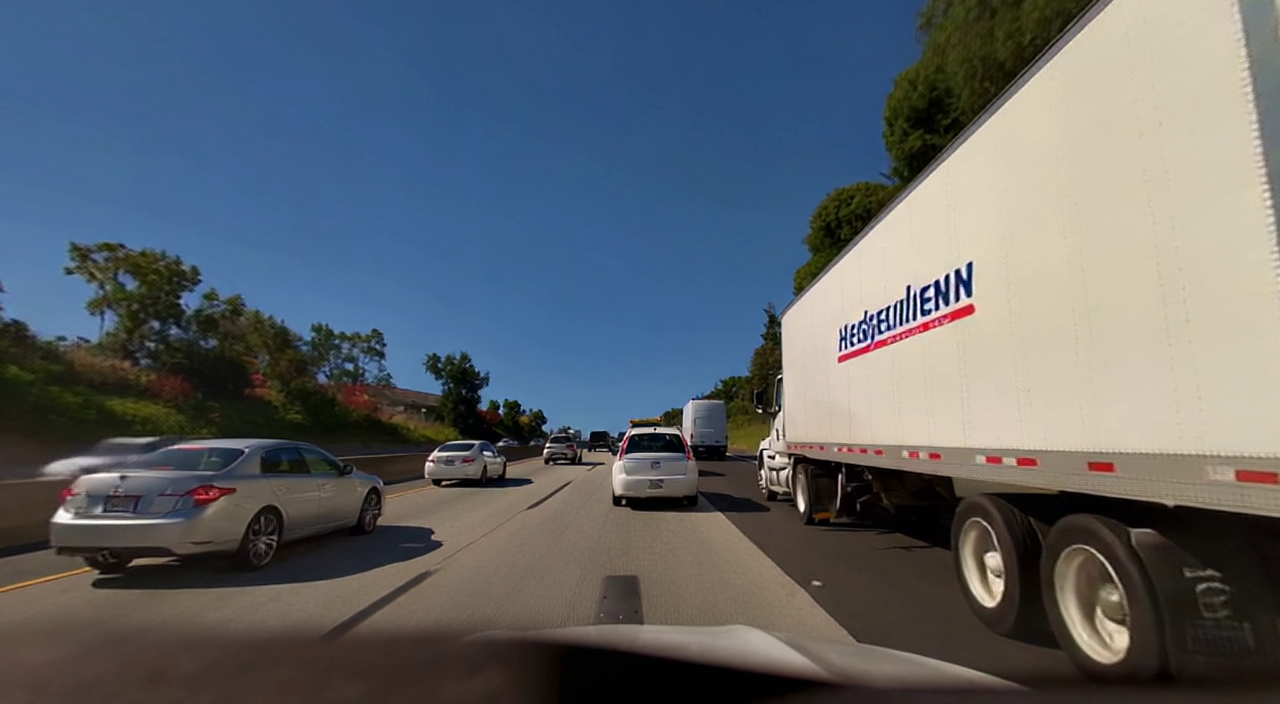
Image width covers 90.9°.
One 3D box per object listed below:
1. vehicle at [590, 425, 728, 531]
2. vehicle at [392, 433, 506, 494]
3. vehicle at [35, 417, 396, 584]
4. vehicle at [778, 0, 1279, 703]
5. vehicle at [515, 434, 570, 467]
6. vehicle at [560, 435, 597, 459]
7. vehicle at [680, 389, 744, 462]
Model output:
[{"bbox_3d":[0.262,2.054,10.903,1.973,1.505,3.568,0,-8,0],"label":"vehicle"},{"bbox_3d":[-5.094,2.993,17.413,1.880,1.458,3.978,0,-8,0],"label":"vehicle"},{"bbox_3d":[-4.607,1.611,7.662,1.821,1.514,3.677,0,-8,0],"label":"vehicle"},{"bbox_3d":[3.986,-0.095,4.042,2.817,3.989,14.321,0,-8,-1],"label":"vehicle"},{"bbox_3d":[-4.682,4.770,30.791,1.887,1.493,4.411,0,-8,1],"label":"vehicle"},{"bbox_3d":[-4.055,6.344,42.307,2.005,1.475,4.466,0,-8,1],"label":"vehicle"},{"bbox_3d":[4.500,5.086,42.610,2.892,4.101,14.252,0,-8,1],"label":"vehicle"}]
